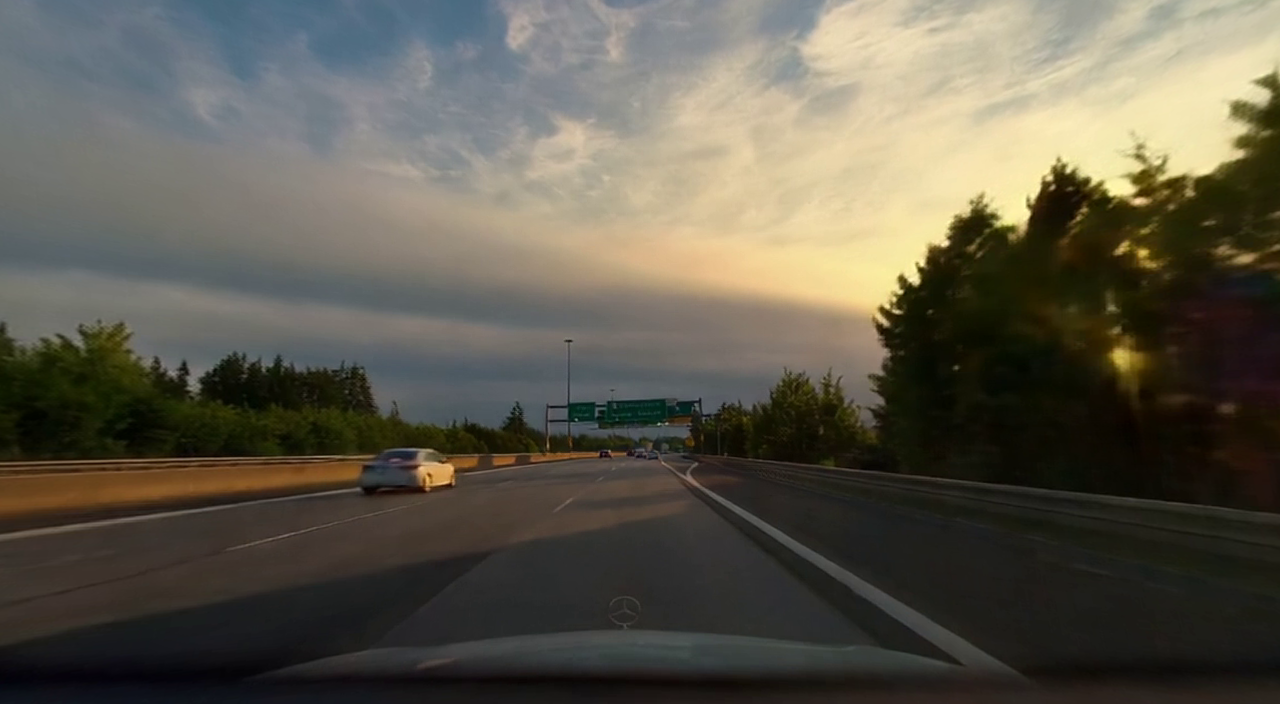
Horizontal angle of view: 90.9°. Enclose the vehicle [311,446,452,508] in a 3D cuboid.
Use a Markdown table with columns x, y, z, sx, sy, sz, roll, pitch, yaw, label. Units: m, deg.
| x | y | z | sx | sy | sz | roll | pitch | yaw | label |
| --- | --- | --- | --- | --- | --- | --- | --- | --- | --- |
| -6.846 | 3.334 | 17.353 | 1.835 | 1.459 | 4.636 | 0 | -9 | 1 | vehicle |
